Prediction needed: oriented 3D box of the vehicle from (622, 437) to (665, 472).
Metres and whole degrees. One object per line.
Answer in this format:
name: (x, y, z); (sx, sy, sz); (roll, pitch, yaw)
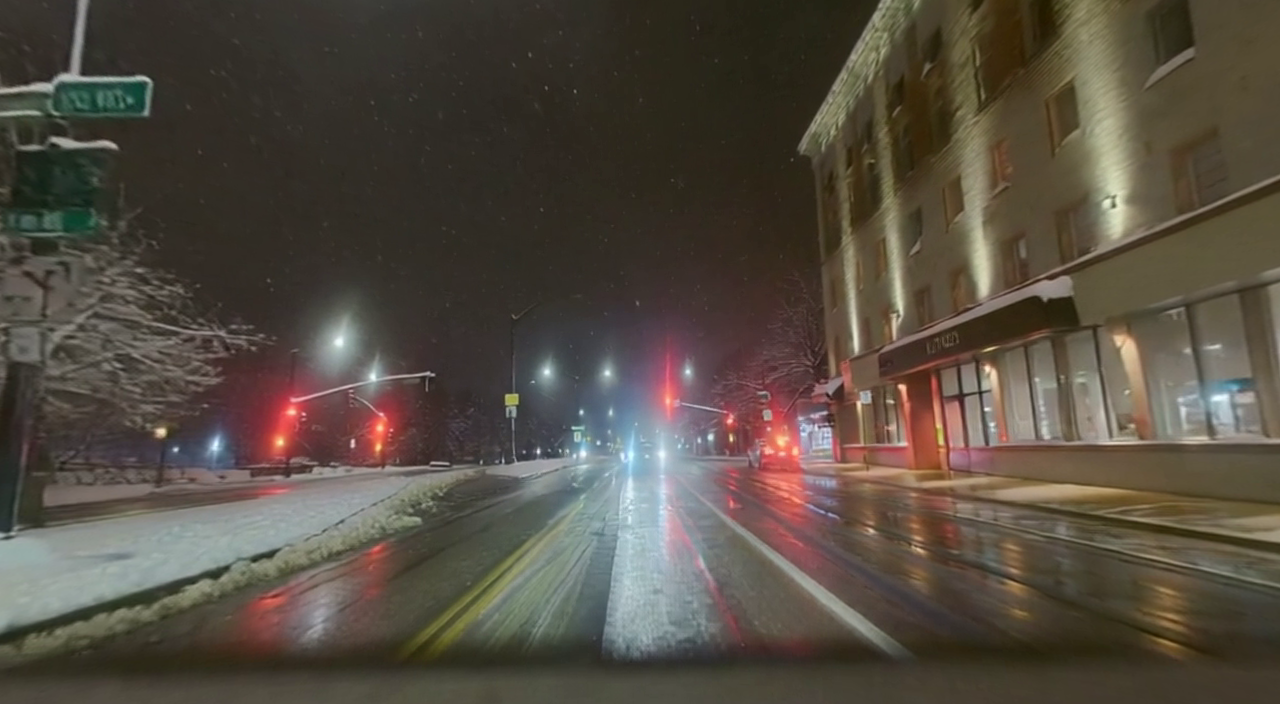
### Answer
vehicle: (0.242, 5.622, 34.845); (2.223, 1.775, 4.250); (-1, -8, 1)

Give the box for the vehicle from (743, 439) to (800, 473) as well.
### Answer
vehicle: (7.383, 5.860, 35.895); (1.987, 1.772, 4.749); (0, -8, -3)
